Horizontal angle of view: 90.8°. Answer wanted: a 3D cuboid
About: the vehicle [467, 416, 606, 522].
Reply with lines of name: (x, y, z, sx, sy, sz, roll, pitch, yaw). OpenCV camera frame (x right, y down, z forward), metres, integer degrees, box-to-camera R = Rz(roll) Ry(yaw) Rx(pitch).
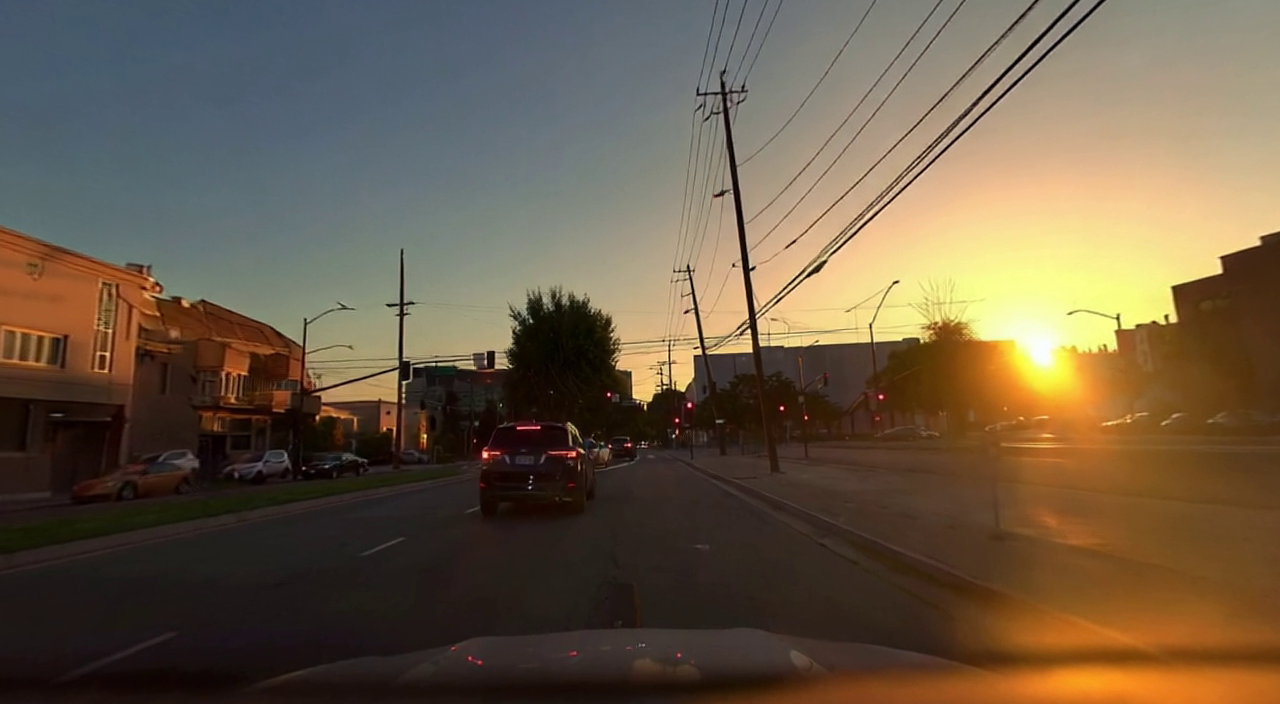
vehicle: (-1.831, 2.248, 12.568, 2.022, 1.757, 4.041, 0, -9, 1)

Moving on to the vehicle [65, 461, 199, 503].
vehicle: (-20.264, 5.188, 25.485, 1.790, 1.415, 4.450, 0, -9, -2)

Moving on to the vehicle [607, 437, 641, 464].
vehicle: (-0.997, 6.389, 41.019, 2.144, 1.681, 3.855, 0, -9, 0)

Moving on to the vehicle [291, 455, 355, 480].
vehicle: (-20.214, 7.351, 40.543, 1.826, 1.430, 4.426, 0, -9, 0)

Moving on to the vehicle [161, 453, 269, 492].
vehicle: (-20.197, 5.696, 30.283, 1.989, 1.689, 4.388, 0, -9, 2)
